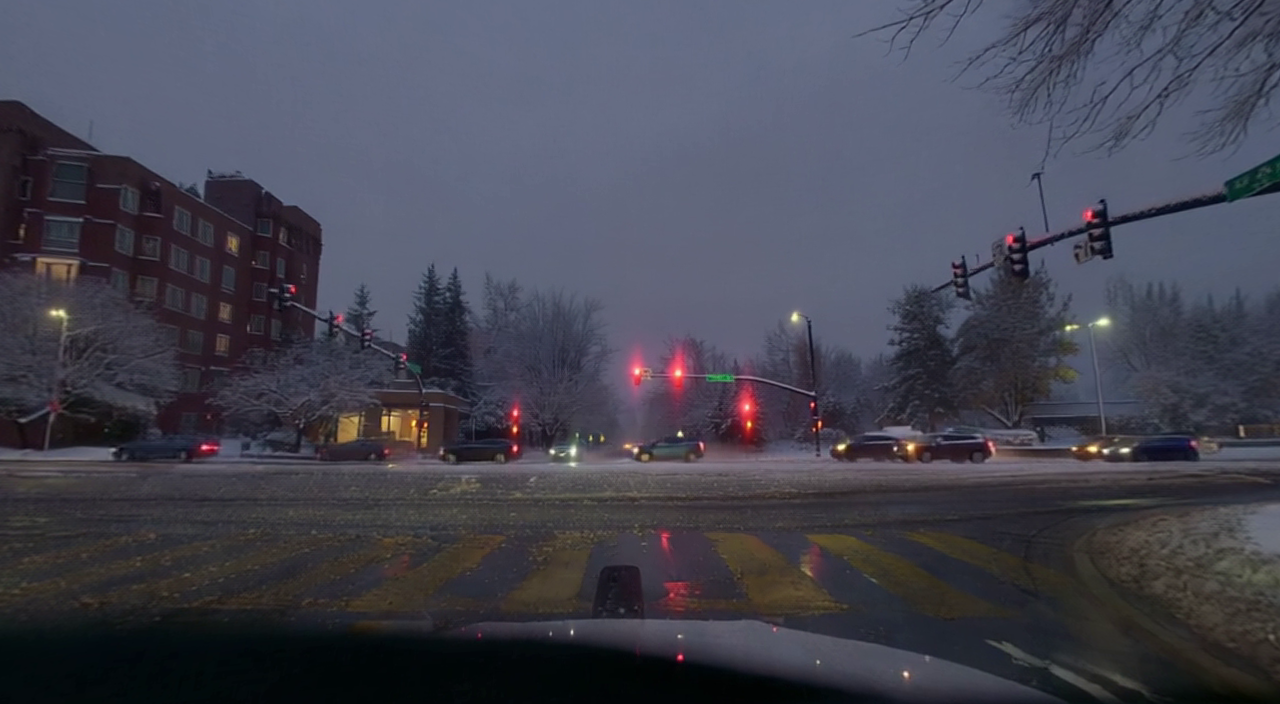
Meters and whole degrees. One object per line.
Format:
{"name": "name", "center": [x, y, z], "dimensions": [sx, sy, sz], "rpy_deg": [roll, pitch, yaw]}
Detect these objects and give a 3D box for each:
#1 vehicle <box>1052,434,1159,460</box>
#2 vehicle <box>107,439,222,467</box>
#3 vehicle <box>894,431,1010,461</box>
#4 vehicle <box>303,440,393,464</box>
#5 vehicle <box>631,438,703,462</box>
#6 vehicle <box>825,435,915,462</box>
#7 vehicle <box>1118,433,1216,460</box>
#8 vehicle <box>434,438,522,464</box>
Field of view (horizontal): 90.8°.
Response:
{"name": "vehicle", "center": [27.121, 5.559, 36.893], "dimensions": [4.724, 1.452, 1.870], "rpy_deg": [0, -9, 0]}
{"name": "vehicle", "center": [-25.259, 5.392, 33.681], "dimensions": [4.629, 1.423, 1.833], "rpy_deg": [-1, -9, 1]}
{"name": "vehicle", "center": [19.585, 5.930, 39.883], "dimensions": [6.133, 1.833, 2.155], "rpy_deg": [0, -9, 0]}
{"name": "vehicle", "center": [-18.557, 6.364, 40.270], "dimensions": [4.759, 1.445, 1.865], "rpy_deg": [0, -9, 0]}
{"name": "vehicle", "center": [1.689, 6.250, 40.283], "dimensions": [4.443, 1.472, 1.794], "rpy_deg": [0, -9, 1]}
{"name": "vehicle", "center": [13.324, 5.593, 36.735], "dimensions": [4.519, 1.476, 1.767], "rpy_deg": [0, -9, 0]}
{"name": "vehicle", "center": [33.683, 6.045, 40.462], "dimensions": [4.488, 1.667, 1.869], "rpy_deg": [0, -9, 0]}
{"name": "vehicle", "center": [-9.366, 5.731, 36.710], "dimensions": [4.631, 1.435, 1.715], "rpy_deg": [0, -9, 0]}
